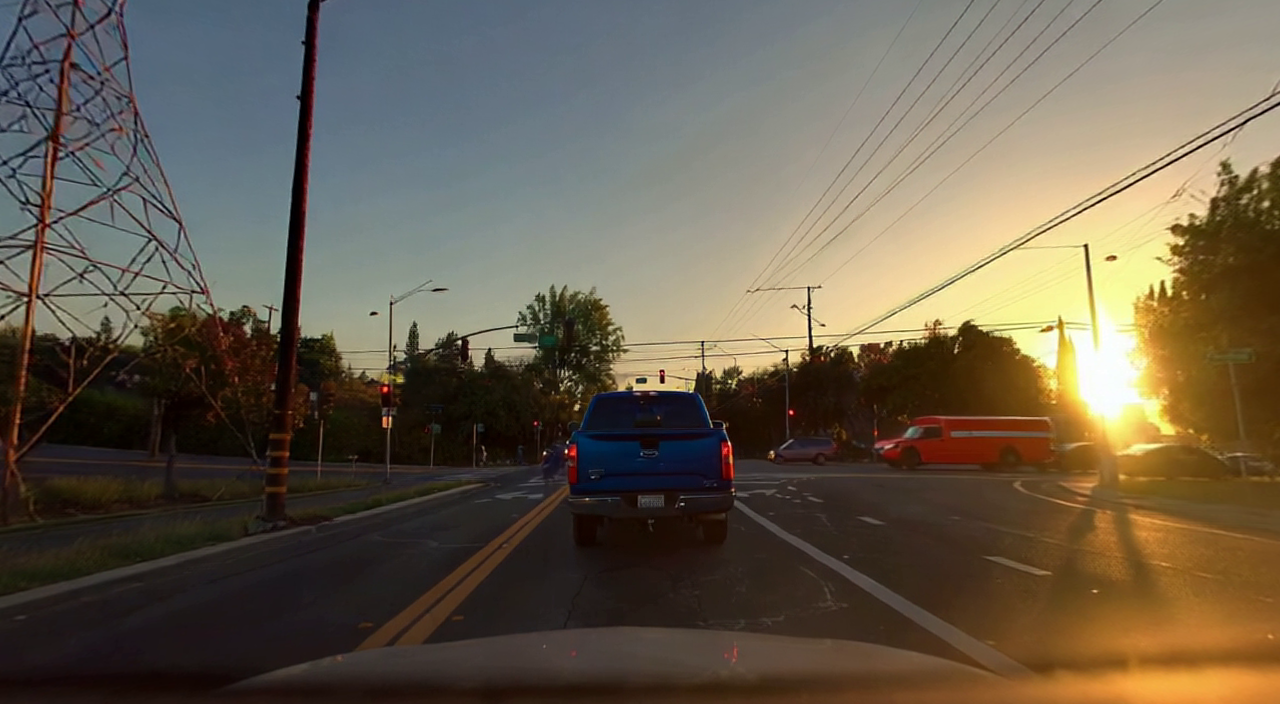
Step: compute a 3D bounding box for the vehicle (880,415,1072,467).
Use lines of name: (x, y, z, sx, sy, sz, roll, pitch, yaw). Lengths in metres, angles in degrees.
vehicle: (21.860, 5.881, 41.641, 10.726, 3.128, 3.003, -1, -8, 3)

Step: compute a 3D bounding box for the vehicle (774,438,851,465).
vehicle: (12.576, 7.290, 46.308, 5.235, 1.878, 2.107, -2, -9, 11)

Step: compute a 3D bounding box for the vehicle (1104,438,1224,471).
vehicle: (25.636, 5.004, 30.957, 4.520, 1.496, 2.060, 1, -9, -13)

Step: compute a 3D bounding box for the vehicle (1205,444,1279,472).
vehicle: (40.531, 6.903, 41.243, 5.426, 1.728, 1.999, 0, -8, -3)

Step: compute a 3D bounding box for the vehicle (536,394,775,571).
vehicle: (0.122, 1.880, 9.994, 2.707, 1.964, 5.485, 0, -8, -1)

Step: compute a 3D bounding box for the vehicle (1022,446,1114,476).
vehicle: (30.277, 7.686, 44.790, 5.077, 2.008, 1.991, 0, -8, -4)
